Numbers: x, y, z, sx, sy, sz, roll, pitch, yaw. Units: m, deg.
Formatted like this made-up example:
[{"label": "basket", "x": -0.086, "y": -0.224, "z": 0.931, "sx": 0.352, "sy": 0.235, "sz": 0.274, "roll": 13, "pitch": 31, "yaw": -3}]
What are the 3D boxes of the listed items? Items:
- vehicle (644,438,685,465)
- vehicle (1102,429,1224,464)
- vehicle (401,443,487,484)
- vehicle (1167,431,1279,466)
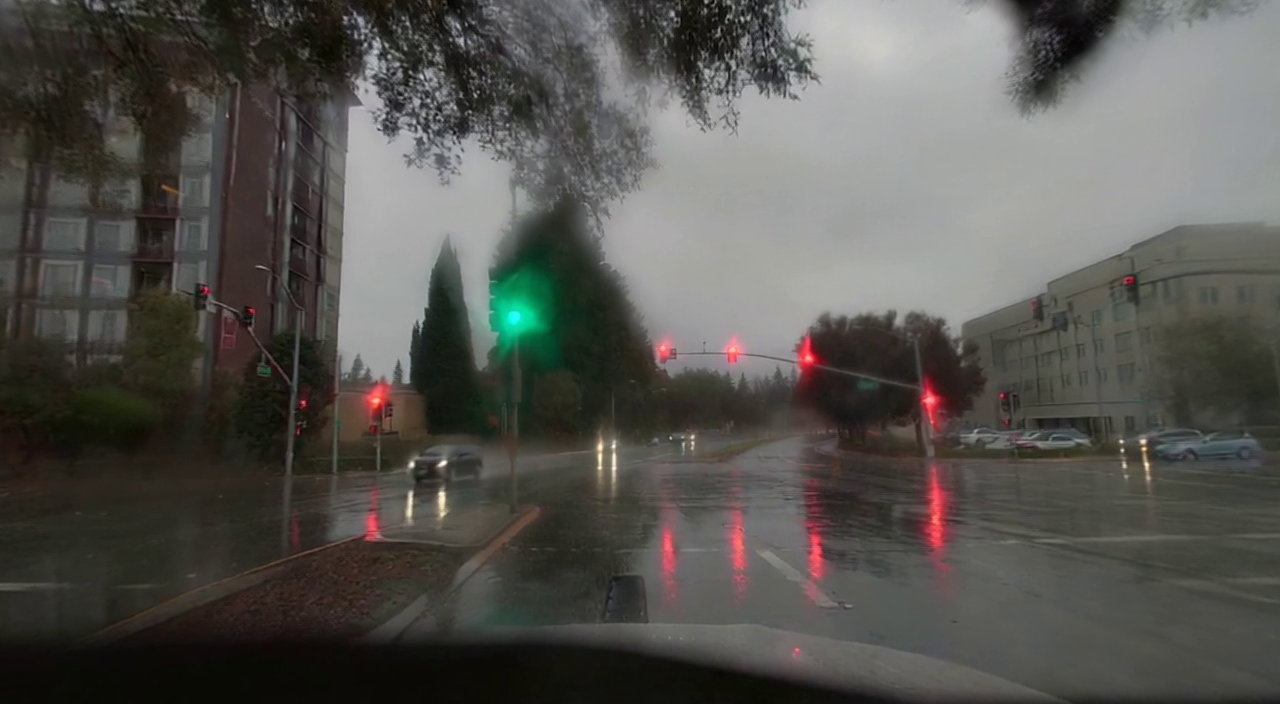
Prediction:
[{"label": "vehicle", "x": 1.741, "y": 6.776, "z": 43.255, "sx": 2.197, "sy": 1.739, "sz": 4.177, "roll": -2, "pitch": -8, "yaw": 10}, {"label": "vehicle", "x": 25.923, "y": 4.681, "z": 31.353, "sx": 4.441, "sy": 1.674, "sz": 2.035, "roll": 1, "pitch": -8, "yaw": -8}, {"label": "vehicle", "x": -7.800, "y": 4.451, "z": 25.533, "sx": 1.877, "sy": 1.481, "sz": 3.853, "roll": -1, "pitch": -8, "yaw": 6}, {"label": "vehicle", "x": 26.293, "y": 4.243, "z": 27.880, "sx": 4.644, "sy": 1.470, "sz": 1.922, "roll": 1, "pitch": -8, "yaw": -10}]
